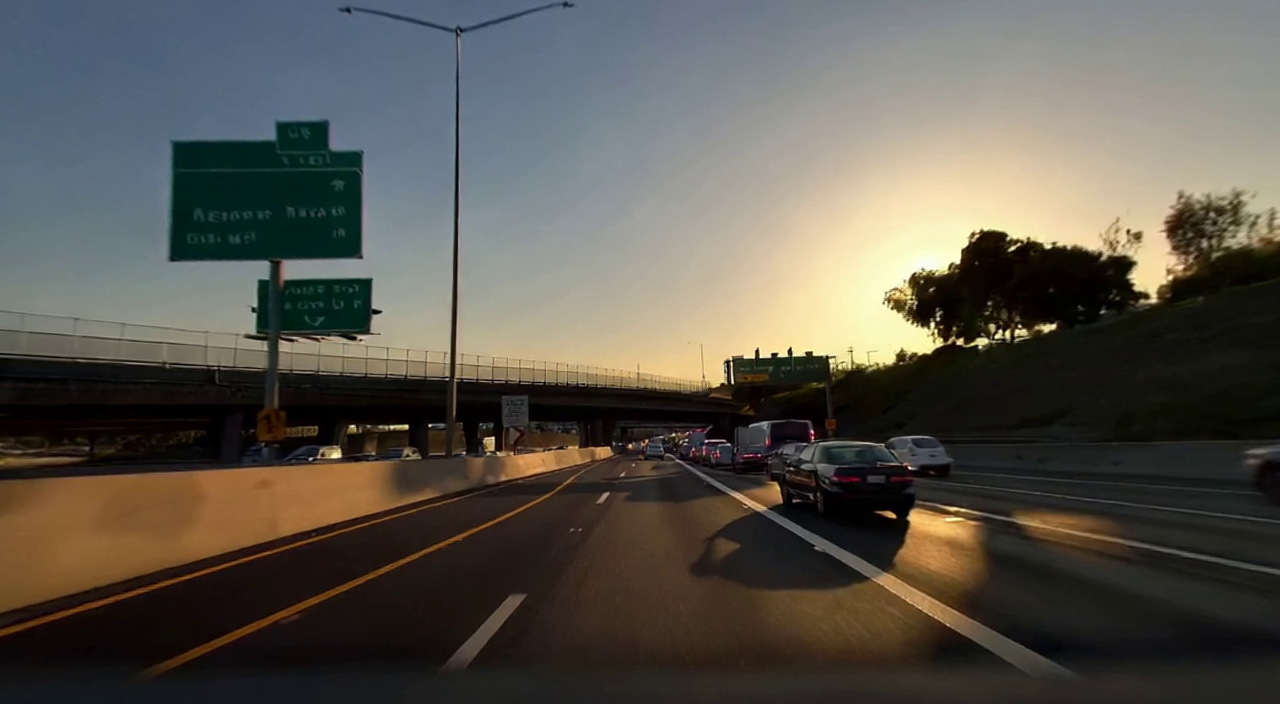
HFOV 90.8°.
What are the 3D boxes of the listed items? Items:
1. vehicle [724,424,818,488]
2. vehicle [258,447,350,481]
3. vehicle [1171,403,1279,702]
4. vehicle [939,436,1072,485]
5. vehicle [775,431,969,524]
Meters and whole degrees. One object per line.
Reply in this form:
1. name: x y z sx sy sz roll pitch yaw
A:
1. vehicle: 4.400 3.597 22.111 2.191 1.963 5.001 0 -8 0
2. vehicle: -19.779 6.568 37.572 2.253 1.837 5.643 0 -8 1
3. vehicle: 4.178 0.705 1.191 1.991 1.473 5.033 0 -8 0
4. vehicle: 12.216 3.646 21.571 1.839 1.490 4.636 0 -8 1
5. vehicle: 4.305 2.418 12.799 2.065 1.487 4.972 0 -8 0
